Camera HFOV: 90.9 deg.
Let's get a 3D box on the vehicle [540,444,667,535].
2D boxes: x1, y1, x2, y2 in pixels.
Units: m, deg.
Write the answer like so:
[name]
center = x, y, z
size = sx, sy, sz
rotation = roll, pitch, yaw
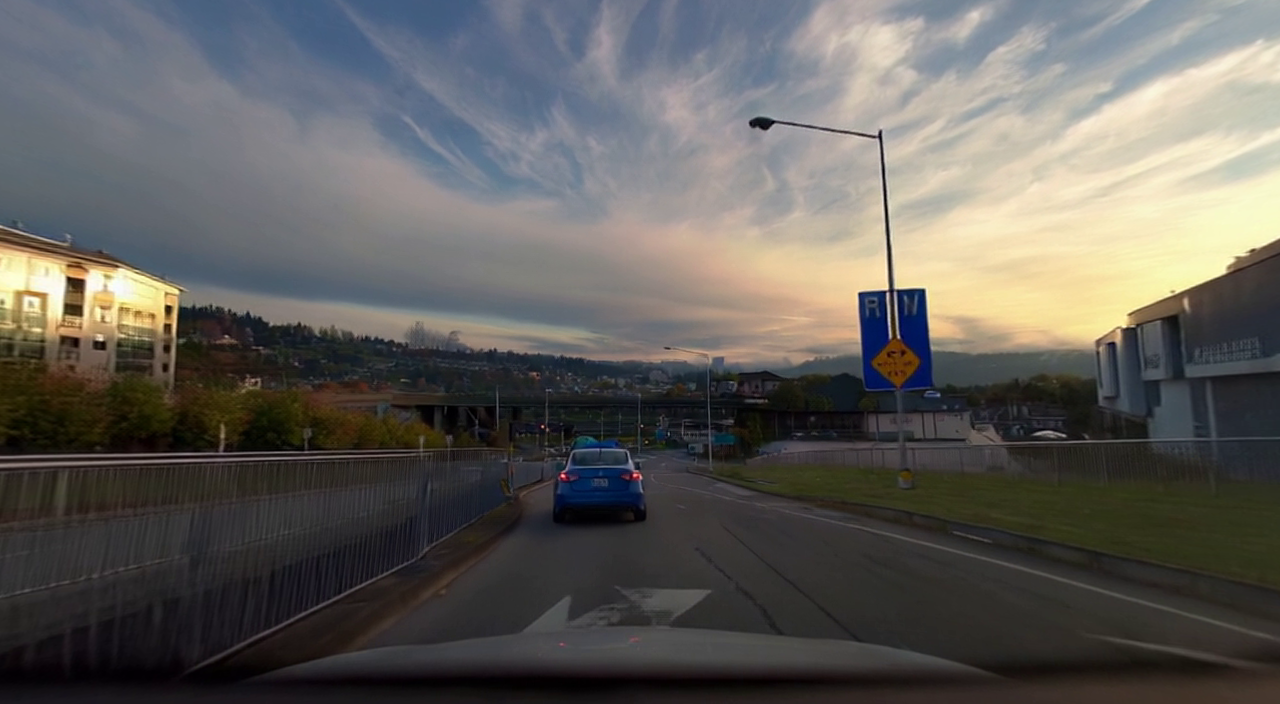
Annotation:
[vehicle]
center = -0.757, 2.540, 12.267
size = 2.063, 1.442, 3.933
rotation = 0, -9, -5
